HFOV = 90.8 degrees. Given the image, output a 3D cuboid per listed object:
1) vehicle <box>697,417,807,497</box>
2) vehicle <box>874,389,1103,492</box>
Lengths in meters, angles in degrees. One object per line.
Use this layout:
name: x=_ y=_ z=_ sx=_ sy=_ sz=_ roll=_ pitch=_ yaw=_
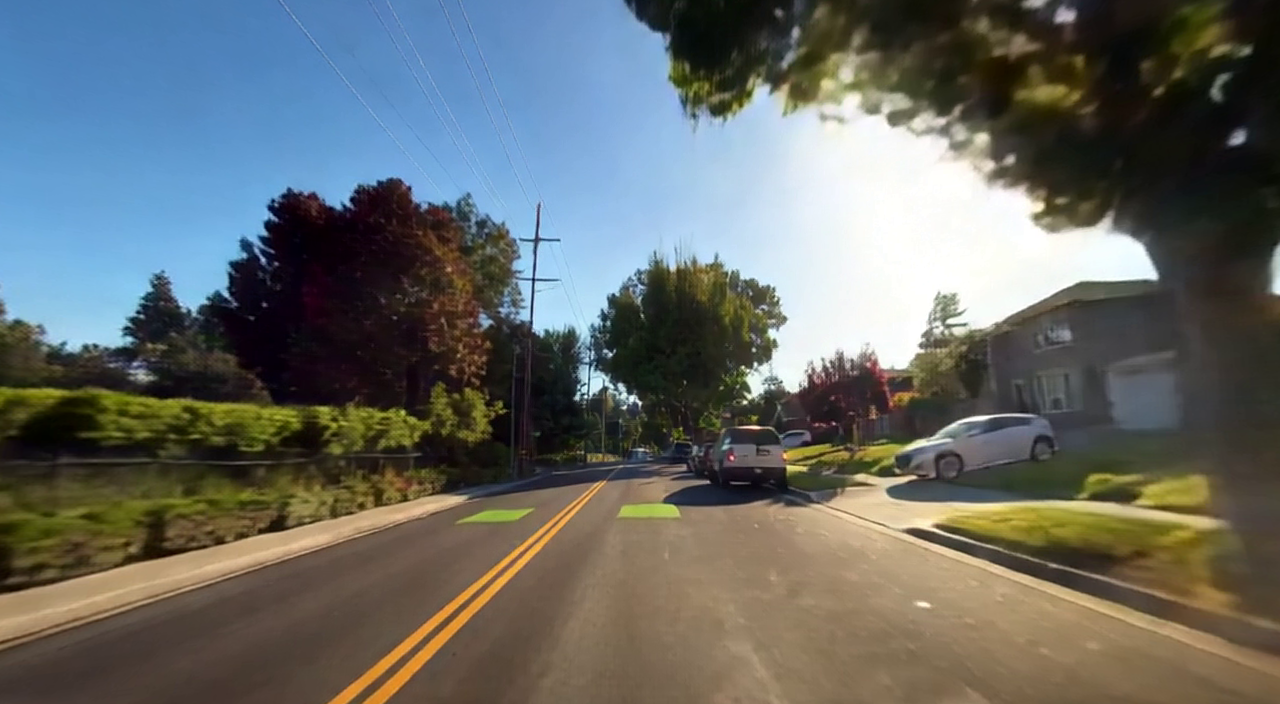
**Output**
vehicle: x=3.202 y=3.187 z=19.466 sx=2.347 sy=2.070 sz=5.735 roll=0 pitch=-9 yaw=0
vehicle: x=8.650 y=2.239 z=16.031 sx=4.418 sy=1.648 sz=2.017 roll=-10 pitch=-9 yaw=-2
